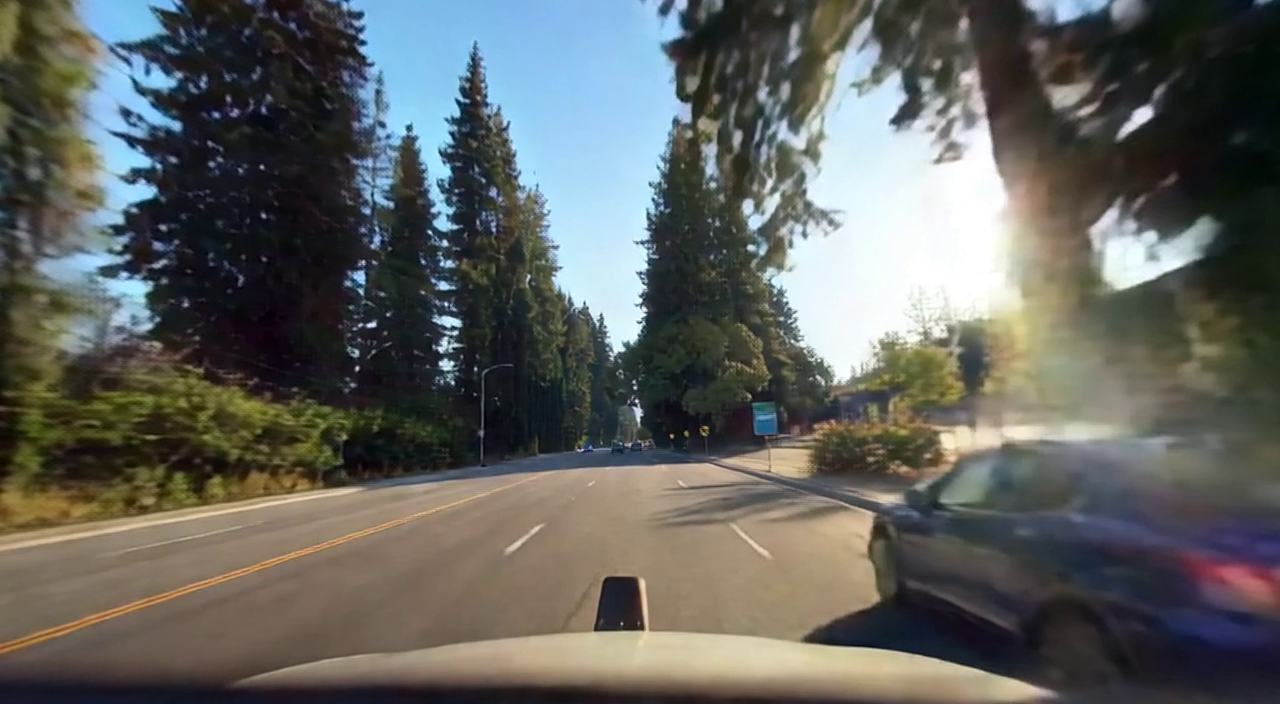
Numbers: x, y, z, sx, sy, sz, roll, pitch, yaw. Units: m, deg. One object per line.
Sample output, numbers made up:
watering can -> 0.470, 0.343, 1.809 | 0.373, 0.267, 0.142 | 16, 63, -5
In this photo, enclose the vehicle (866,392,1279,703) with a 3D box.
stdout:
vehicle -> 2.848, 0.998, 2.745 | 2.042, 1.469, 4.470 | 0, -8, -1
